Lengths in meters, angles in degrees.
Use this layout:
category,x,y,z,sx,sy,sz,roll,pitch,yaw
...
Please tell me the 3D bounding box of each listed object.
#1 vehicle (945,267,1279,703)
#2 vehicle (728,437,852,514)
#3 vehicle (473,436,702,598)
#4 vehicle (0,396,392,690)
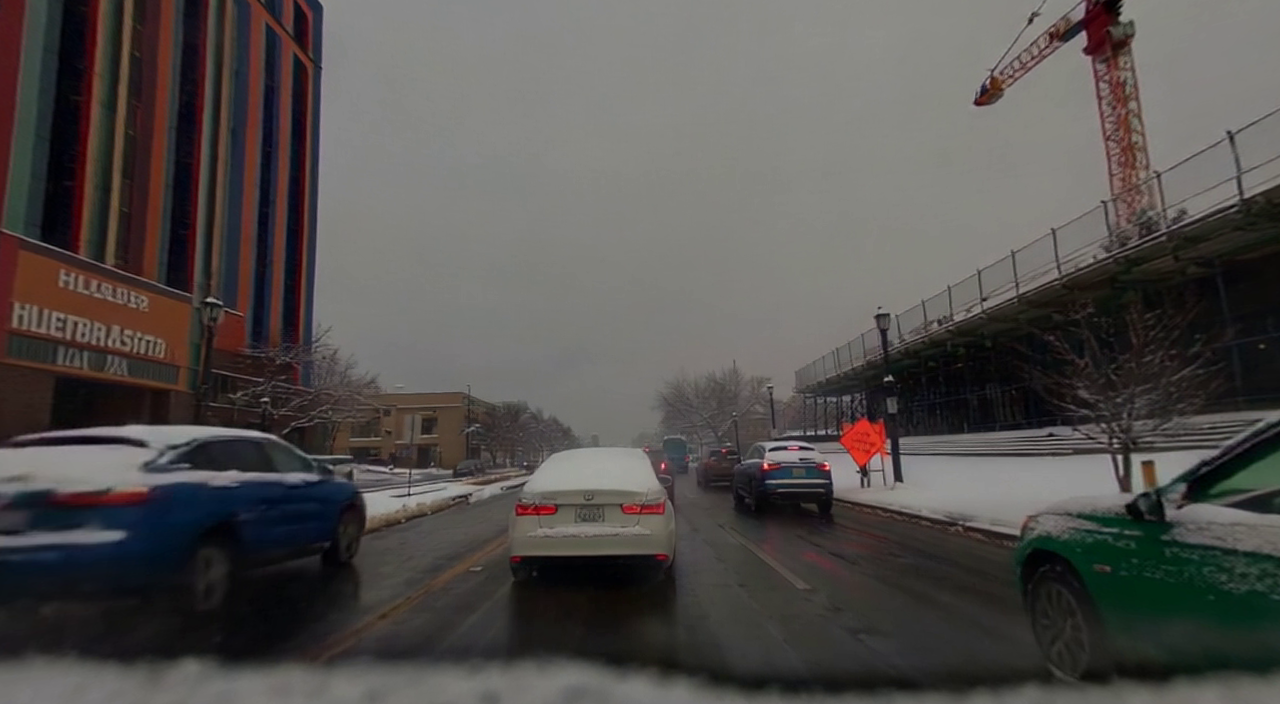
category,x,y,z,sx,sy,sz,roll,pitch,yaw
vehicle,3.392,0.656,2.103,2.182,1.954,5.341,0,-8,2
vehicle,3.925,3.314,17.597,2.185,1.797,4.934,0,-8,-1
vehicle,-0.457,1.857,8.067,2.131,1.496,4.193,0,-8,1
vehicle,-4.317,1.426,5.899,2.201,1.691,4.305,0,-8,1
